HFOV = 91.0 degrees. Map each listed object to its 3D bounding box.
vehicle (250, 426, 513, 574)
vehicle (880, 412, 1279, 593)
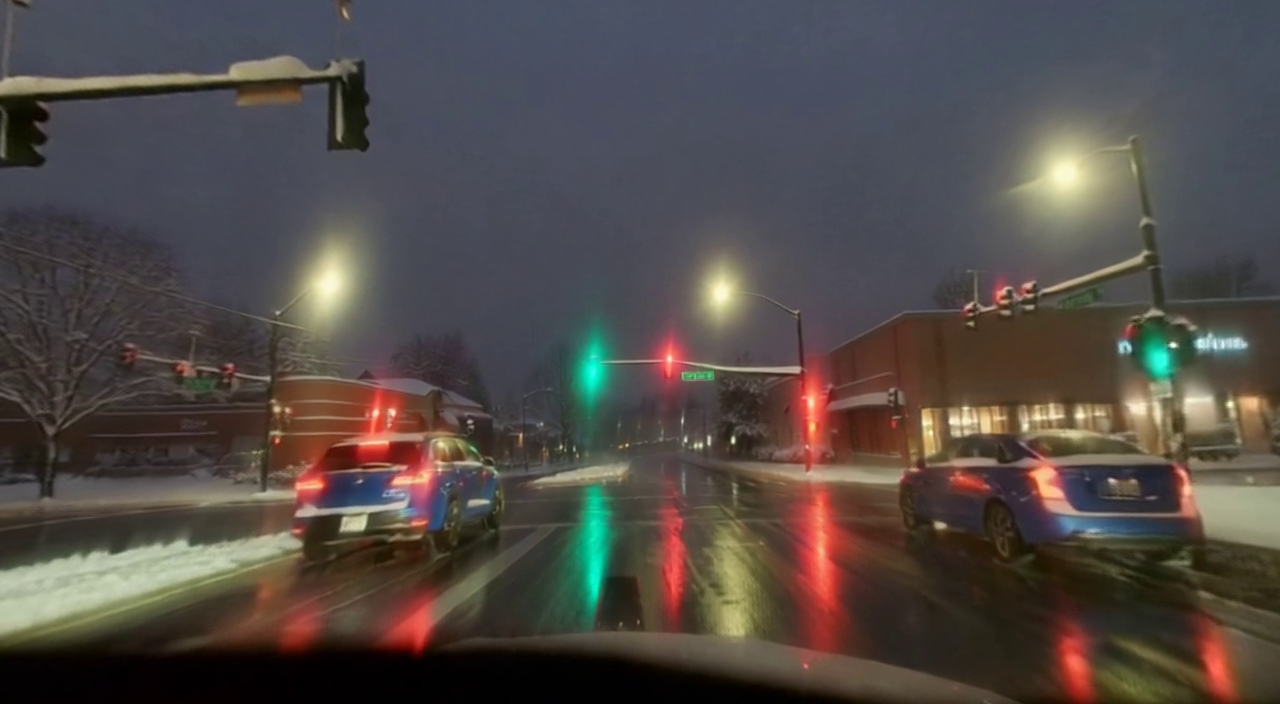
[{"bbox_3d":[-3.324,1.975,9.208,1.947,1.627,4.248,0,-9,1],"label":"vehicle"},{"bbox_3d":[5.005,1.734,8.140,2.039,1.655,4.495,0,-9,1],"label":"vehicle"}]
